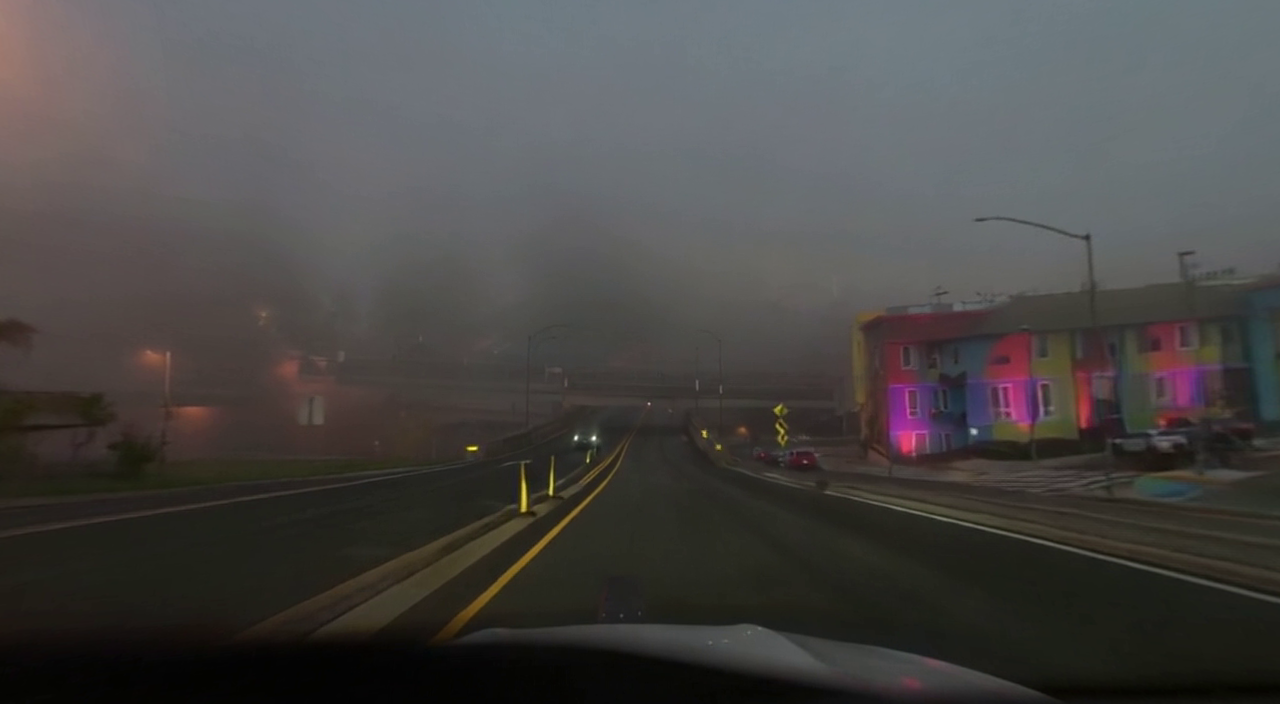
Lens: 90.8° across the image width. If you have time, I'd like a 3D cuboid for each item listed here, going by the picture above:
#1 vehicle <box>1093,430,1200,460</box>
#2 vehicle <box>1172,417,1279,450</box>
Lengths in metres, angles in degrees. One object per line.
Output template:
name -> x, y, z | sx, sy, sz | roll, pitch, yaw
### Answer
vehicle -> 28.663, 5.265, 35.871 | 4.400, 1.614, 1.916 | 0, -8, -1
vehicle -> 33.382, 4.654, 35.979 | 4.348, 1.783, 2.038 | 1, -8, -3
